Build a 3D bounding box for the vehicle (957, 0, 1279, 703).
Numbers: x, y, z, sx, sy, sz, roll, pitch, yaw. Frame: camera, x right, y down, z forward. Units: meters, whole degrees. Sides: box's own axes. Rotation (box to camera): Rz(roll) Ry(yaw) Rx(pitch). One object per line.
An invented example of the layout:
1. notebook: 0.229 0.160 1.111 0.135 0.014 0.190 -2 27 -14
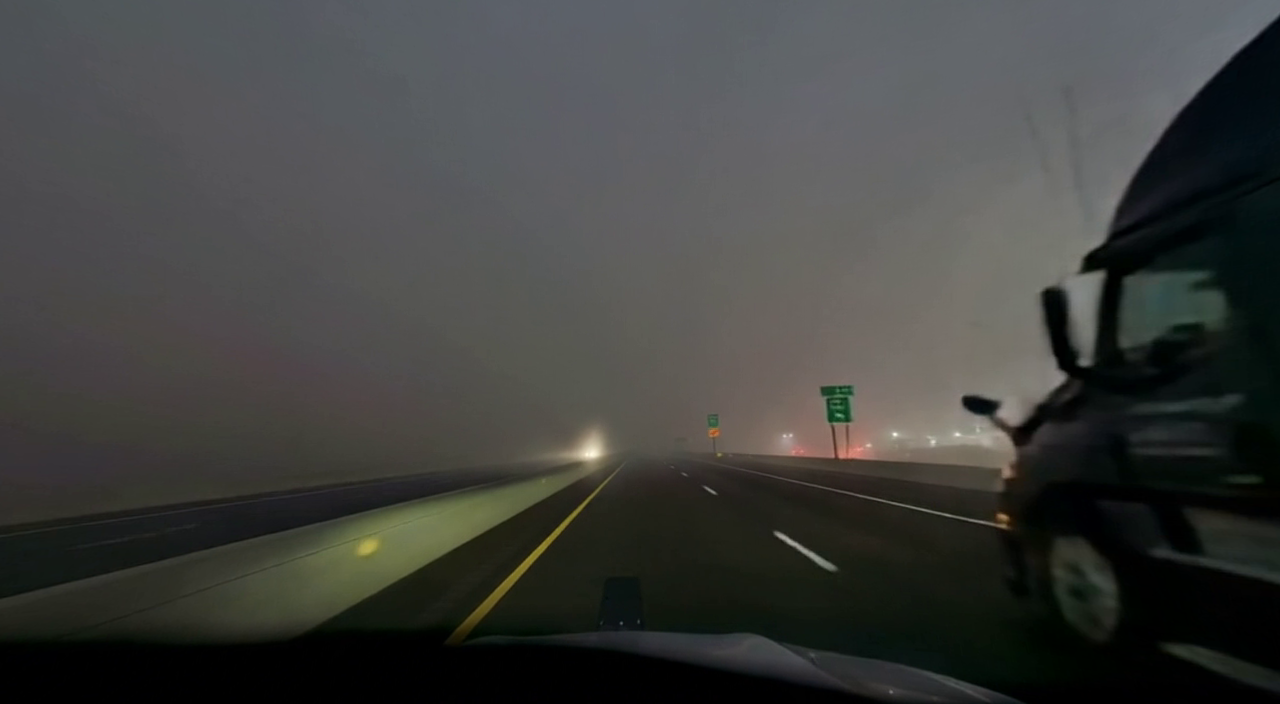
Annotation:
1. vehicle: 4.055 -0.326 1.958 2.974 3.950 5.747 0 -9 0
